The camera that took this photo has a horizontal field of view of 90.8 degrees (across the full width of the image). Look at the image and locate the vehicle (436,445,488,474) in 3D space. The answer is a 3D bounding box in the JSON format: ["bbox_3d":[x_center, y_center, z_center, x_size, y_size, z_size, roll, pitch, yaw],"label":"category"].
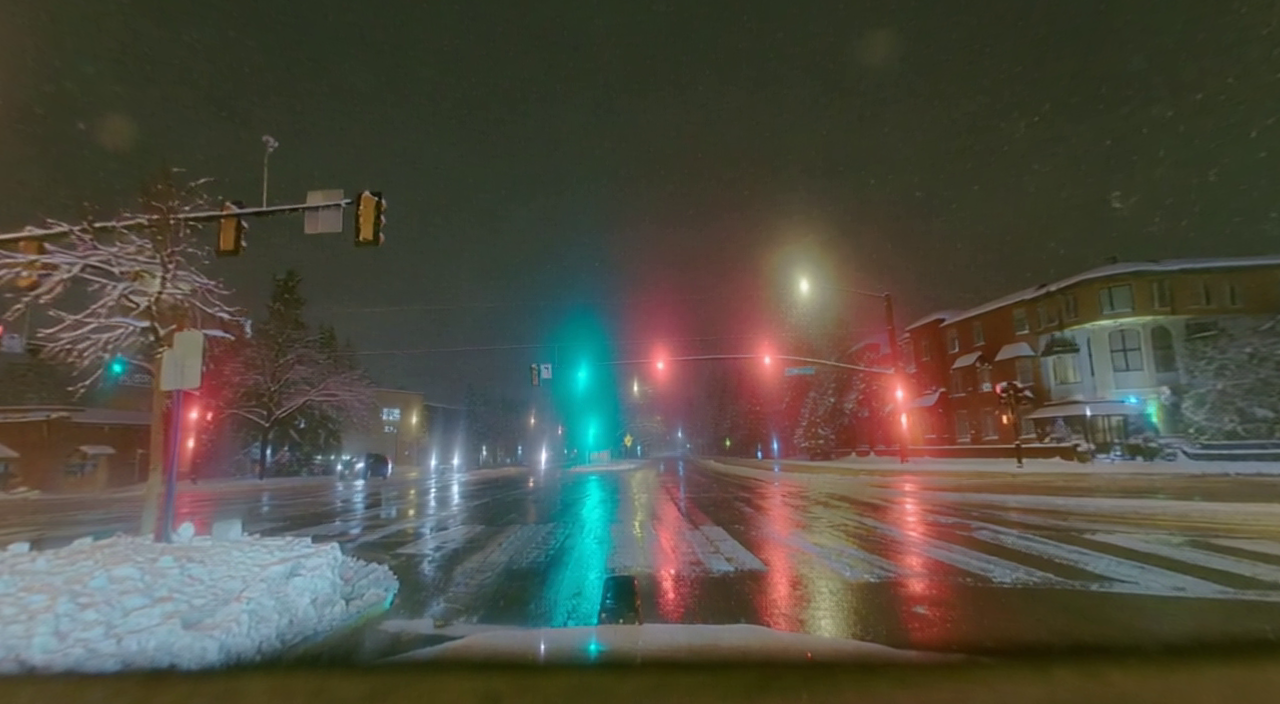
[{"bbox_3d":[-12.183,7.383,43.641,2.151,1.847,4.634,0,-9,1],"label":"vehicle"}]

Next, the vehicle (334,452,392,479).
[{"bbox_3d":[-18.849,7.737,43.214,1.933,1.664,4.255,0,-9,1],"label":"vehicle"}]
